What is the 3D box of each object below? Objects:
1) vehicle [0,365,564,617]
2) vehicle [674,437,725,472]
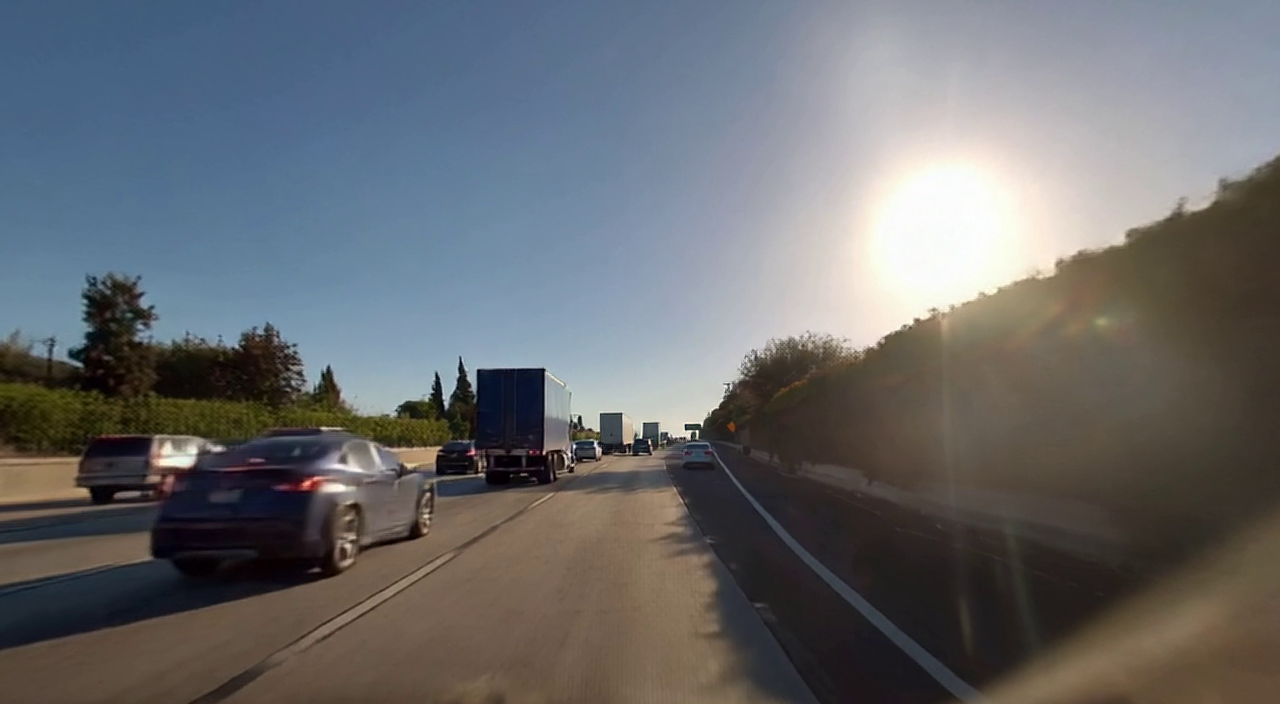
[{"bbox_3d":[-3.931,2.173,12.466,3.050,1.964,15.030,0,-8,0],"label":"vehicle"},{"bbox_3d":[2.686,4.710,29.259,2.176,1.493,3.955,-1,-8,3],"label":"vehicle"}]
